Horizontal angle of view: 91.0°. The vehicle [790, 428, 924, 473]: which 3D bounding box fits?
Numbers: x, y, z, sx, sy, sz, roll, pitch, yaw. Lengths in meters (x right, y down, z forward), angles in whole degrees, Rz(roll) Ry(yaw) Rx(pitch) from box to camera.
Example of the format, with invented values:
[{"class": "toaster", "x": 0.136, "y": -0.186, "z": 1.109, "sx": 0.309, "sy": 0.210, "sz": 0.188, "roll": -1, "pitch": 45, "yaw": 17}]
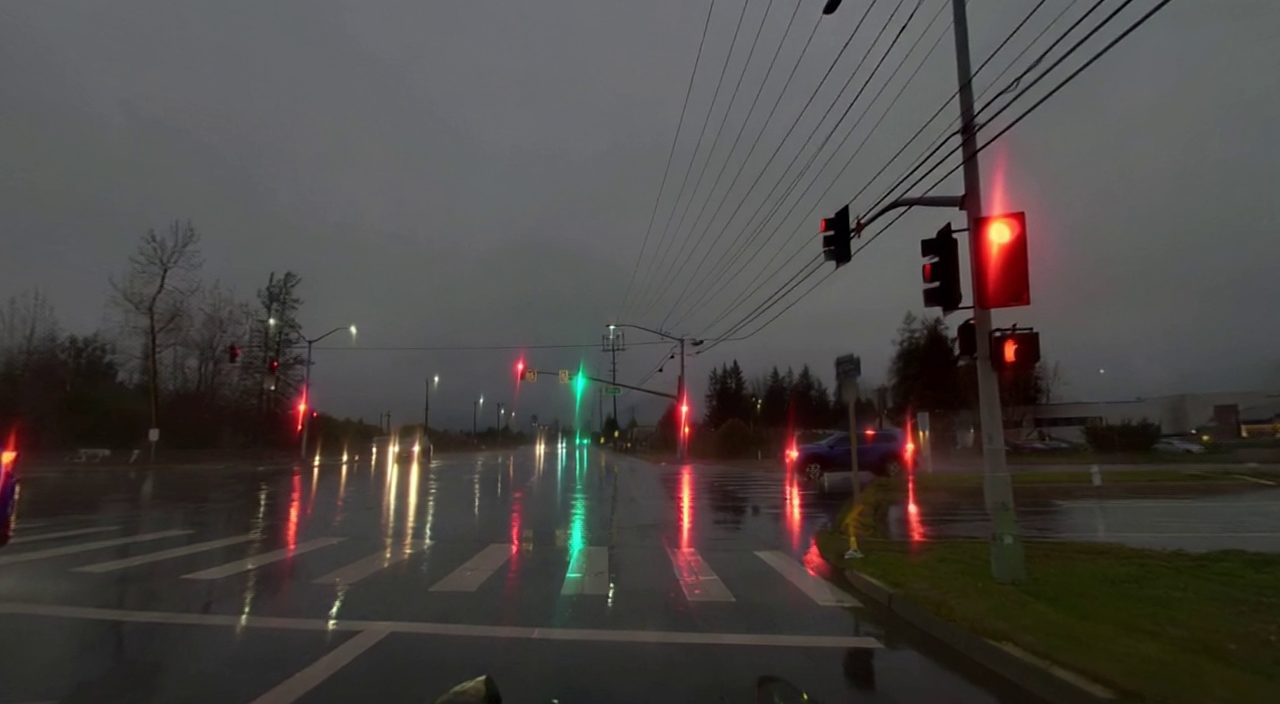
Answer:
[{"class": "vehicle", "x": 8.702, "y": 4.019, "z": 25.724, "sx": 4.884, "sy": 1.714, "sz": 2.021, "roll": -2, "pitch": -9, "yaw": 12}]
